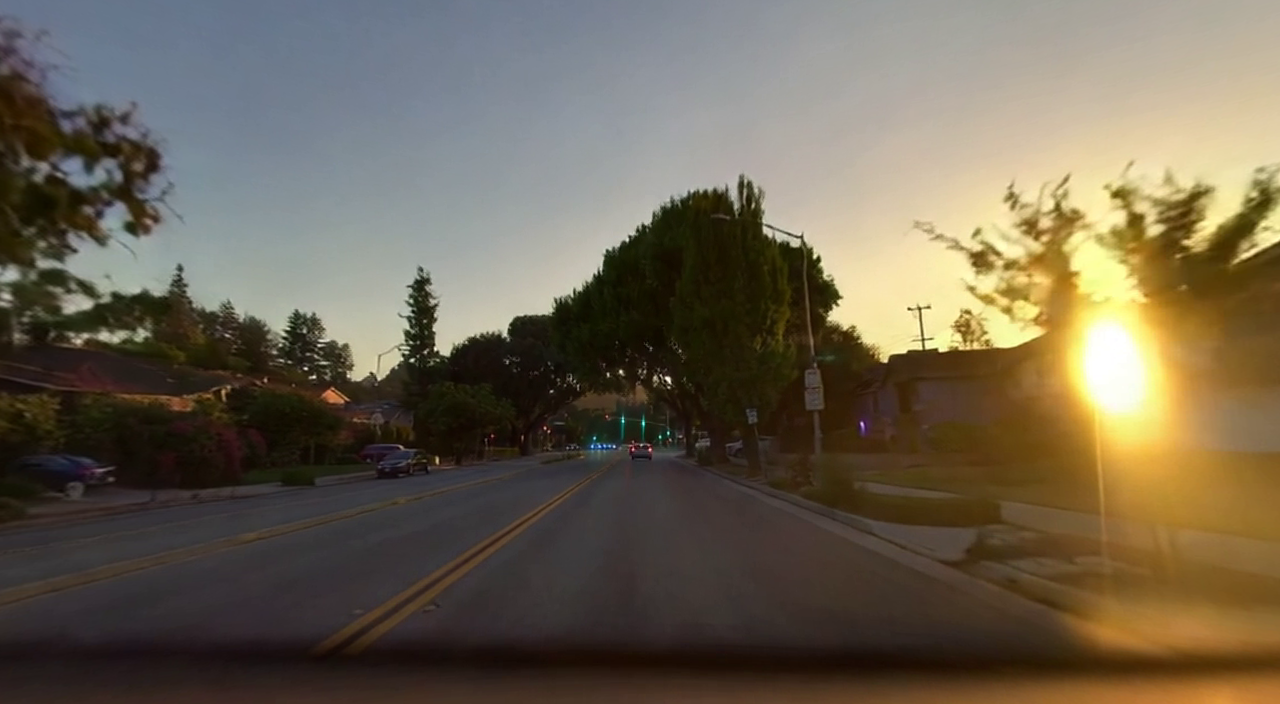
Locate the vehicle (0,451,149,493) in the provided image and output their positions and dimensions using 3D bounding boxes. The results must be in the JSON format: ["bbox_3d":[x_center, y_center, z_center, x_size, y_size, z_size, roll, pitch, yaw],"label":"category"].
[{"bbox_3d":[-22.924,4.735,25.072,4.791,1.564,2.125,0,-9,-5],"label":"vehicle"}]

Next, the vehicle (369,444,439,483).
[{"bbox_3d":[-14.277,6.726,38.531,2.337,1.850,5.448,-4,-6,-2],"label":"vehicle"}]
